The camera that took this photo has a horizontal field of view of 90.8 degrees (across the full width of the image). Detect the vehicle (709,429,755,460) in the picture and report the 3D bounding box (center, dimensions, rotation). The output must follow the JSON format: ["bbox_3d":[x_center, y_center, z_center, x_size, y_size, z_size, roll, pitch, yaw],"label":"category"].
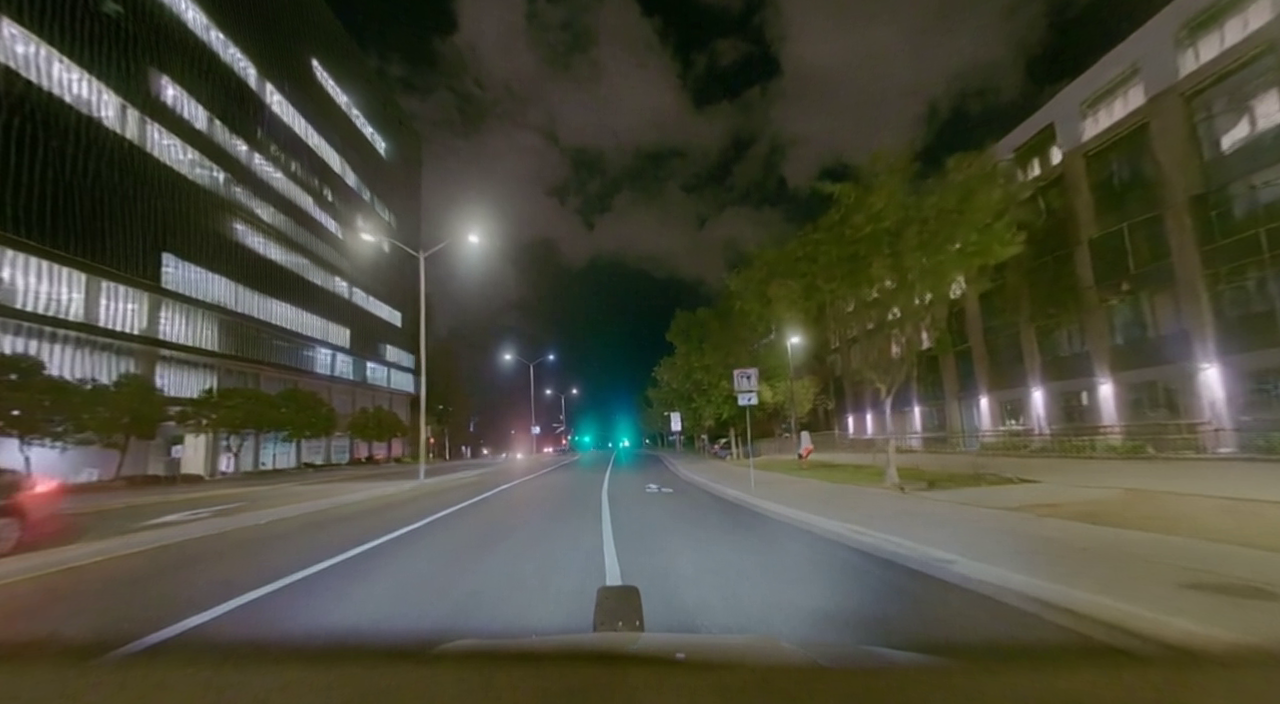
[{"bbox_3d":[6.075,6.224,42.482,2.160,1.944,5.086,0,-8,-2],"label":"vehicle"}]

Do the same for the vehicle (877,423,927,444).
[{"bbox_3d":[19.501,6.133,47.267,1.890,1.492,4.494,0,-8,1],"label":"vehicle"}]

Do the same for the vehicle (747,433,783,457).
[{"bbox_3d":[8.466,6.348,43.131,1.842,1.535,3.638,0,-8,2],"label":"vehicle"}]
